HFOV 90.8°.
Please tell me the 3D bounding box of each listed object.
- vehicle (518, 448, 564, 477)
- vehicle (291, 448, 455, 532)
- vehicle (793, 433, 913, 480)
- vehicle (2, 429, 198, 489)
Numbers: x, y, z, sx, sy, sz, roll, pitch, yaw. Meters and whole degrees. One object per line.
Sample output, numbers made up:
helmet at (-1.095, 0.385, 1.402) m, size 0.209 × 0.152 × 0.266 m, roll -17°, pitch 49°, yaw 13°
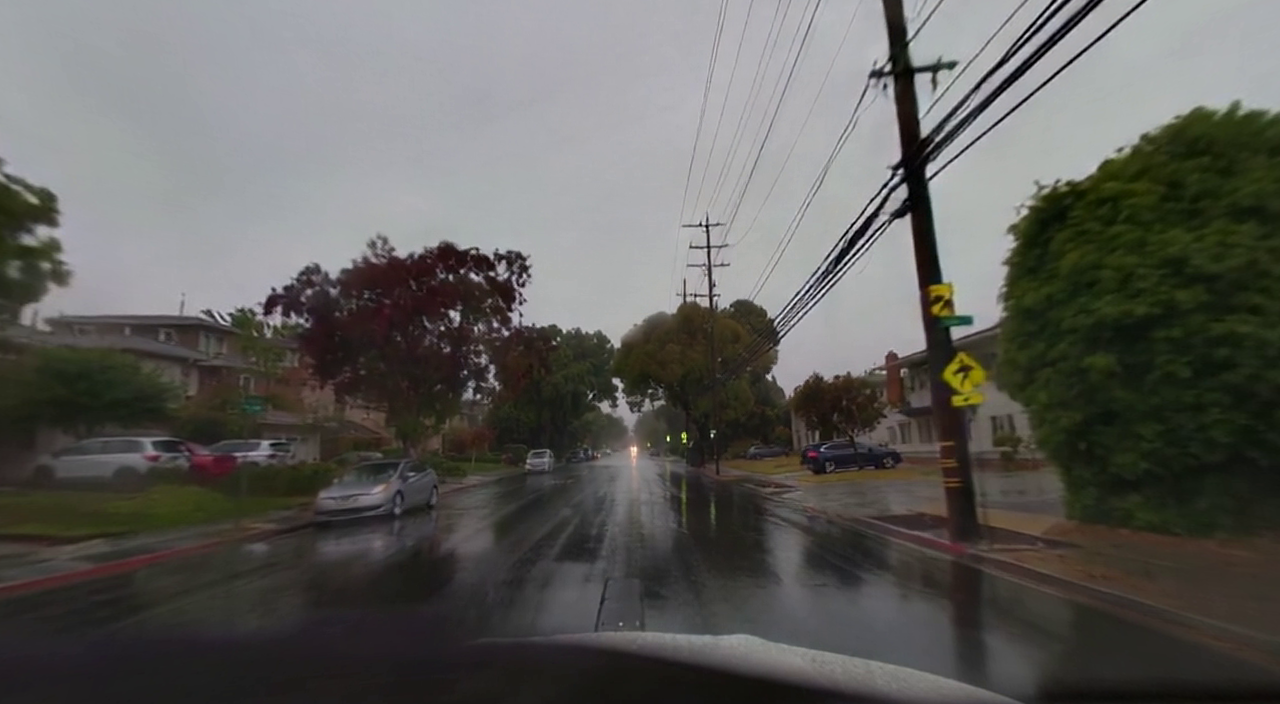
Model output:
vehicle at (-6.477, 7.242, 41.724) m, size 2.162 × 1.757 × 5.201 m, roll -2°, pitch -9°, yaw 0°
vehicle at (-6.203, 3.195, 15.365) m, size 2.022 × 1.550 × 4.669 m, roll -4°, pitch -9°, yaw -1°
vehicle at (10.040, 4.938, 30.029) m, size 4.822 × 1.864 × 2.100 m, roll -2°, pitch -8°, yaw -5°
vehicle at (-17.180, 3.424, 20.377) m, size 4.123 × 1.787 × 2.194 m, roll 2°, pitch -9°, yaw -10°
